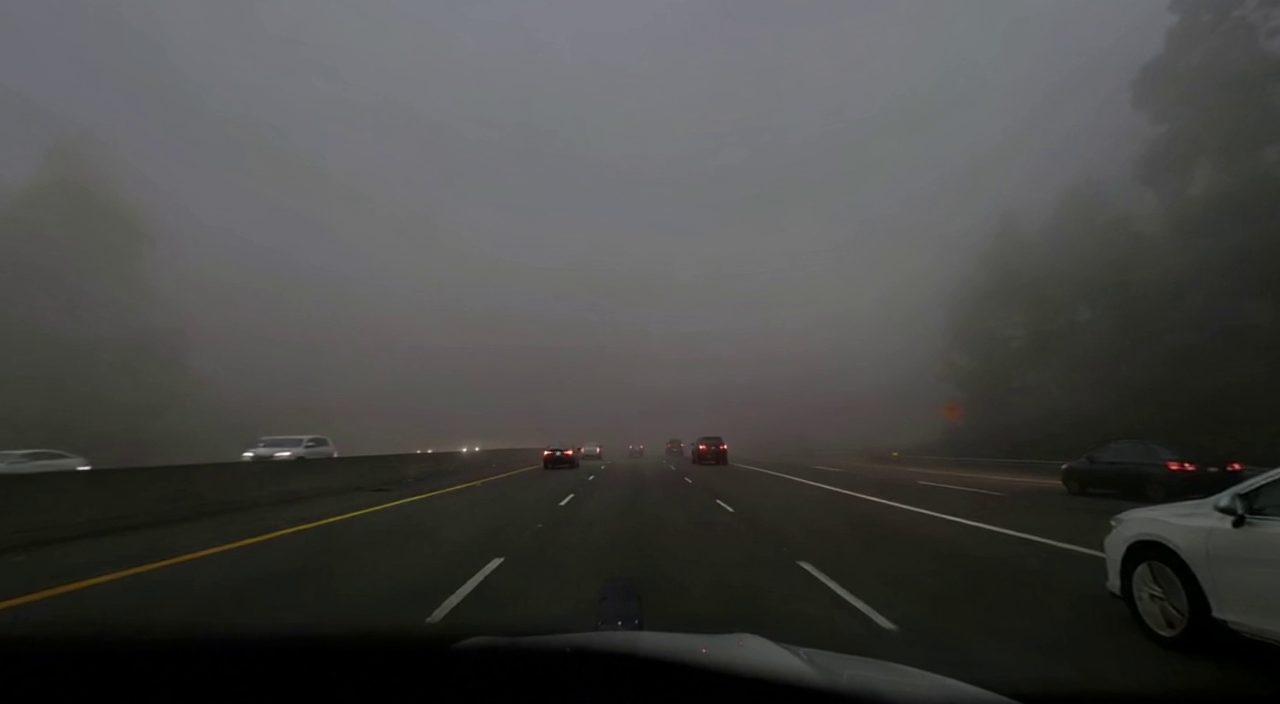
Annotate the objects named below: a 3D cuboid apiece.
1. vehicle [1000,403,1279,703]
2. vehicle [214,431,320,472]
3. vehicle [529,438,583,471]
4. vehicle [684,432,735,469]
[{"bbox_3d":[3.490,0.898,2.155,1.989,1.472,4.322,0,-8,1],"label":"vehicle"},{"bbox_3d":[-16.150,4.344,27.652,2.067,1.626,4.437,0,-8,-2],"label":"vehicle"},{"bbox_3d":[-4.056,5.042,31.171,1.997,1.476,4.703,0,-8,1],"label":"vehicle"},{"bbox_3d":[3.557,5.133,32.952,2.072,1.761,4.242,0,-8,-1],"label":"vehicle"}]
